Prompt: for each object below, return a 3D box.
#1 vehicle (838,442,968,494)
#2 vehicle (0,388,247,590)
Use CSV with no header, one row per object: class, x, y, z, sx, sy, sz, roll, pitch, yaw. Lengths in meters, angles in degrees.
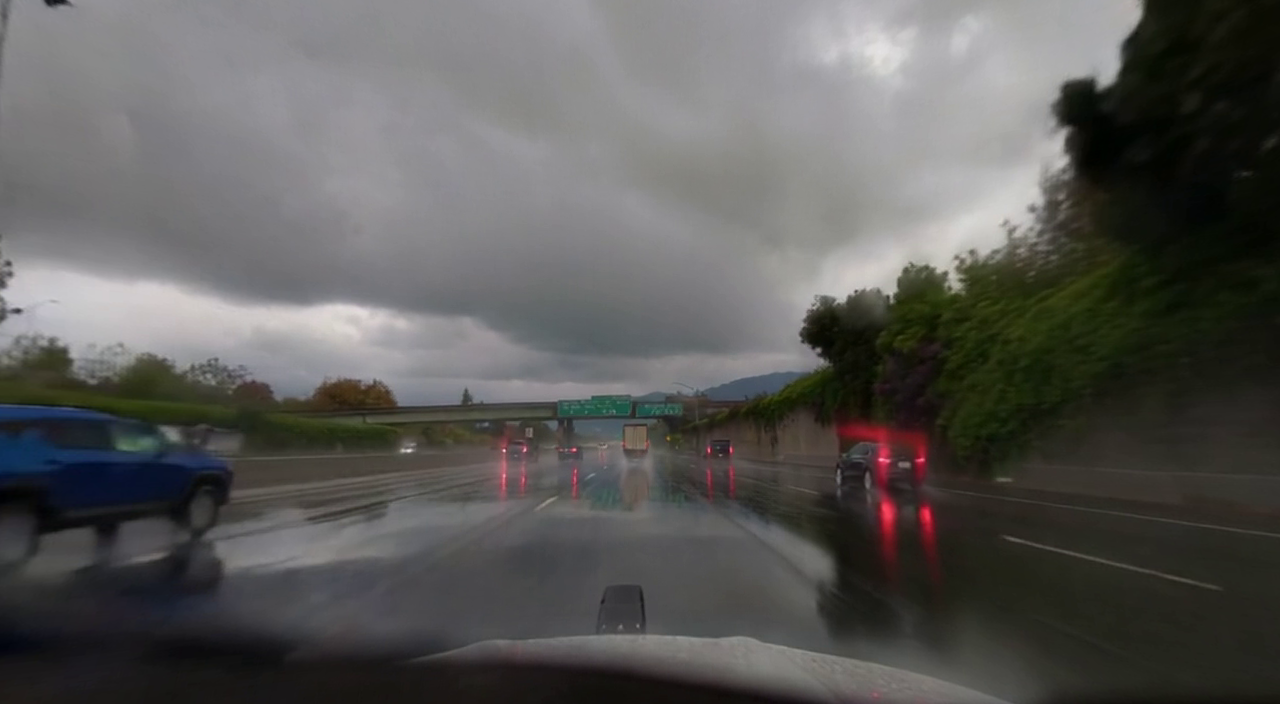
vehicle,8.519,3.793,20.975,2.075,1.510,4.569,1,-9,-4
vehicle,-6.724,1.344,6.444,2.179,1.753,4.999,0,-9,0
